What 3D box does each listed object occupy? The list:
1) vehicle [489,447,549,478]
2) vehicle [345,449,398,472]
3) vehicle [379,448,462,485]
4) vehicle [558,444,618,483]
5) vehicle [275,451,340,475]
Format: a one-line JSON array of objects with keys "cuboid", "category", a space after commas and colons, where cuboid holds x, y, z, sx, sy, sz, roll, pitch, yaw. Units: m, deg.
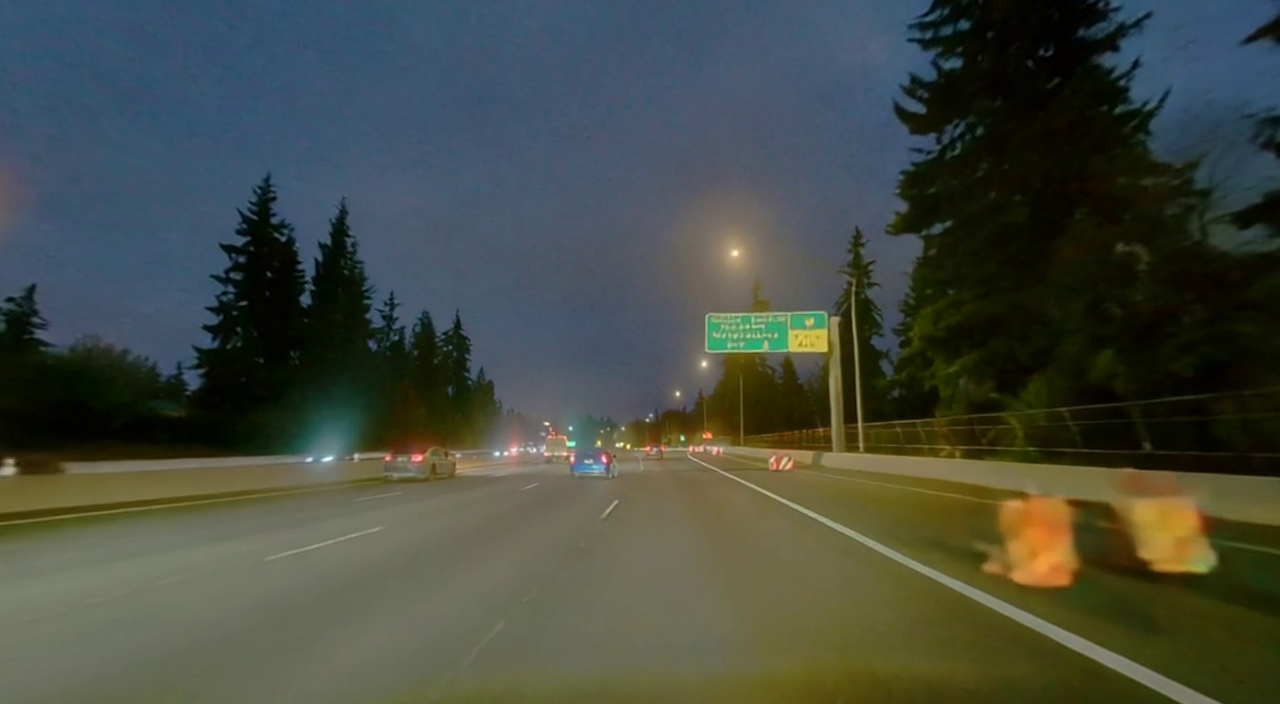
[{"cuboid": [-6.095, 5.612, 32.137, 1.951, 1.439, 4.633, 0, -8, 2], "category": "vehicle"}, {"cuboid": [-19.410, 7.847, 45.595, 1.920, 1.557, 4.235, 0, -8, 2], "category": "vehicle"}, {"cuboid": [-9.666, 5.023, 28.024, 1.946, 1.472, 4.472, 0, -8, 2], "category": "vehicle"}, {"cuboid": [-2.058, 4.597, 26.195, 1.963, 1.462, 4.681, 0, -8, 2], "category": "vehicle"}, {"cuboid": [-23.118, 7.740, 43.829, 1.856, 1.515, 4.674, 0, -8, 1], "category": "vehicle"}]
